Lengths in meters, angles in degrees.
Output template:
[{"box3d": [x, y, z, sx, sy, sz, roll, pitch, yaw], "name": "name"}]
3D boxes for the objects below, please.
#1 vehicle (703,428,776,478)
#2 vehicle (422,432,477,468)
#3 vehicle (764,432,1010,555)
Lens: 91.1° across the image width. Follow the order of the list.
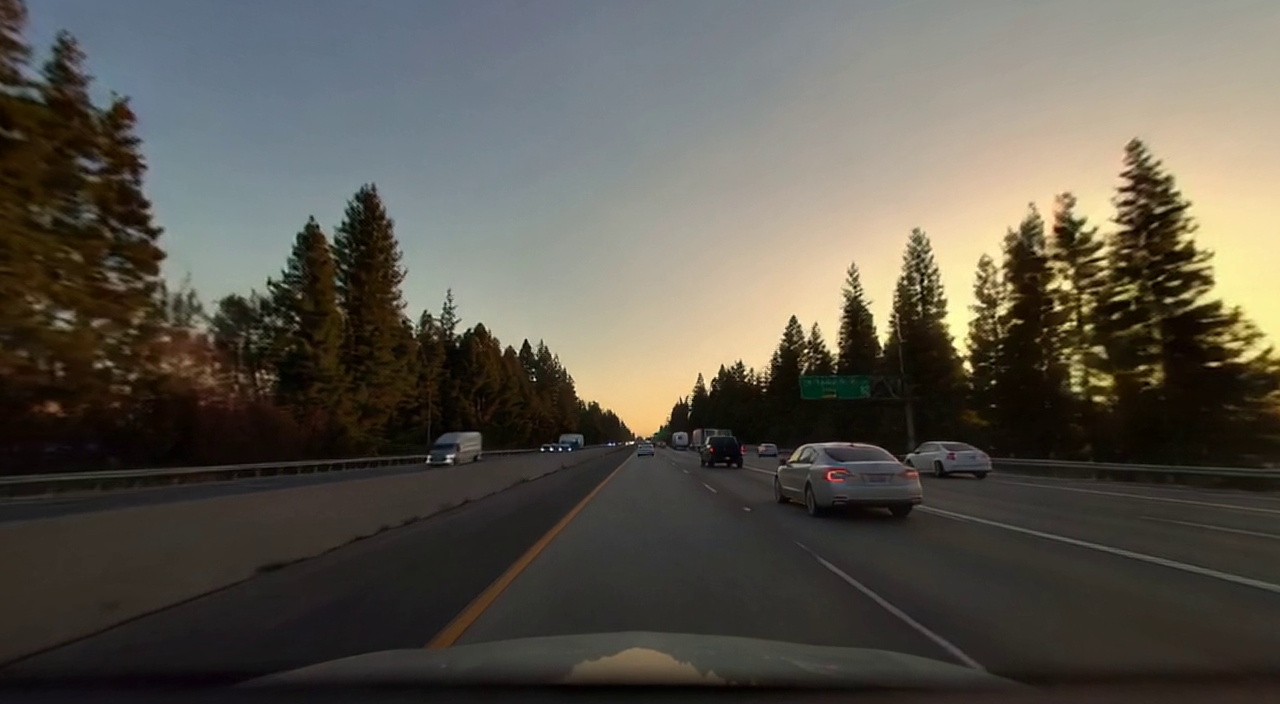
[{"box3d": [4.134, 4.320, 27.103, 2.206, 1.902, 5.460, 0, -8, 0], "name": "vehicle"}, {"box3d": [-14.538, 7.500, 48.354, 2.305, 2.613, 5.756, 0, -8, 1], "name": "vehicle"}, {"box3d": [3.463, 2.058, 10.019, 1.904, 1.453, 4.789, 0, -8, -1], "name": "vehicle"}]
